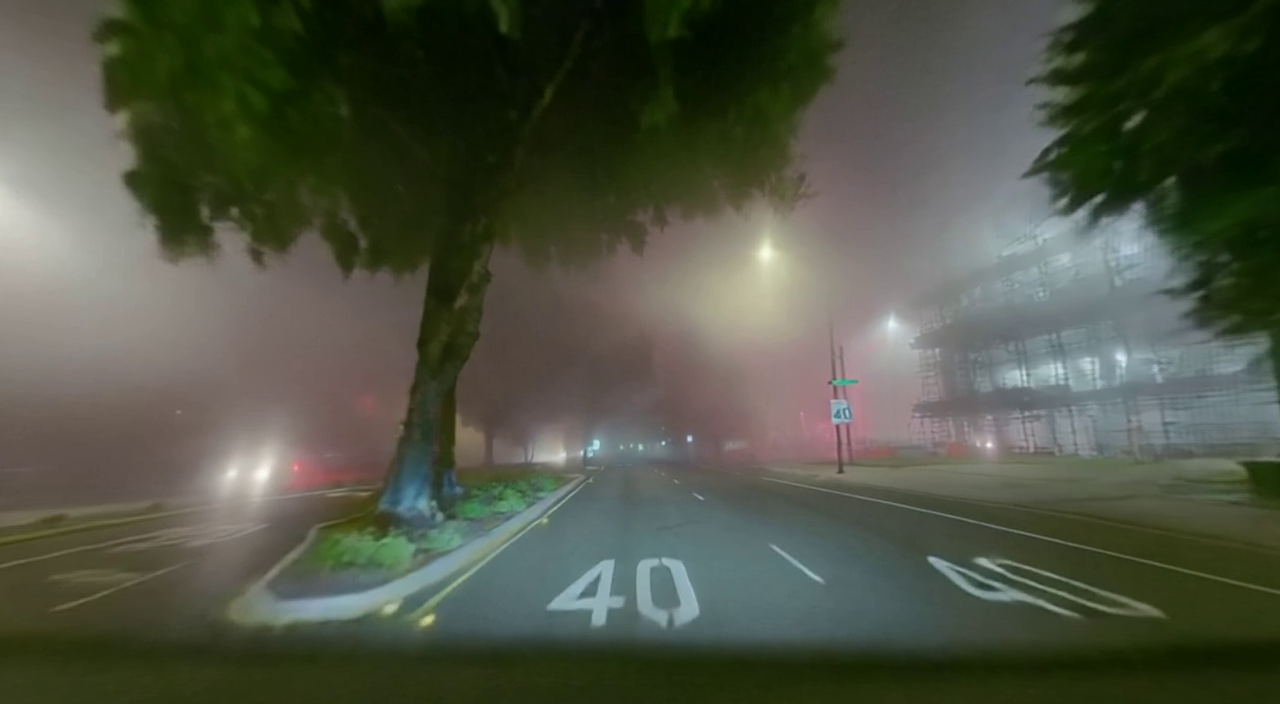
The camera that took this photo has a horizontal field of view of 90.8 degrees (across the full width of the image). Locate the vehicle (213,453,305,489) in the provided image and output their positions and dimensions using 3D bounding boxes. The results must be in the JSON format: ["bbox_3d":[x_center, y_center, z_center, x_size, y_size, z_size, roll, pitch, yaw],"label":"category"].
[{"bbox_3d":[-18.420,5.757,30.822,1.877,1.557,4.423,0,-9,-3],"label":"vehicle"}]
